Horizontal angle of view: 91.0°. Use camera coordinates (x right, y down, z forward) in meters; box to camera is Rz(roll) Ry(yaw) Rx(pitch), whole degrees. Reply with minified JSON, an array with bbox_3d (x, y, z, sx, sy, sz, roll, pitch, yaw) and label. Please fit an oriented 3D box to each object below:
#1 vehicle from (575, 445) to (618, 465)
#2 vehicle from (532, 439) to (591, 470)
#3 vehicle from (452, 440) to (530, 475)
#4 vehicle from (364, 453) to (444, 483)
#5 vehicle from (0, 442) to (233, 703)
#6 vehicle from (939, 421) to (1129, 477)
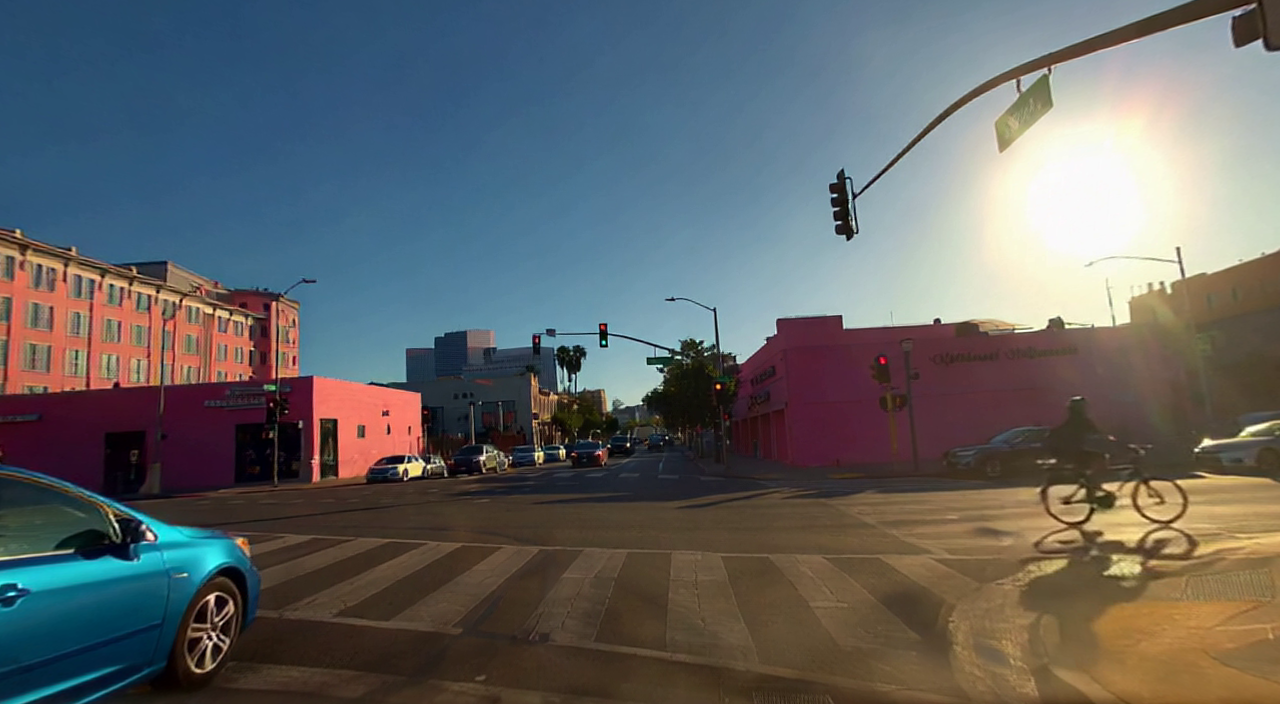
[{"bbox_3d":[-2.992,7.188,44.137,1.743,1.362,4.350,-2,-9,14],"label":"vehicle"},{"bbox_3d":[-4.483,5.979,36.859,1.928,1.647,4.575,-2,-9,13],"label":"vehicle"},{"bbox_3d":[-8.377,5.978,36.046,2.152,1.825,5.406,-2,-9,12],"label":"vehicle"},{"bbox_3d":[-12.567,6.172,33.866,1.976,1.425,4.567,-1,-9,9],"label":"vehicle"},{"bbox_3d":[-3.705,0.973,2.158,1.759,1.325,4.295,0,-9,0],"label":"vehicle"},{"bbox_3d":[11.583,2.888,18.793,4.355,1.546,1.820,-1,-9,6],"label":"vehicle"}]
